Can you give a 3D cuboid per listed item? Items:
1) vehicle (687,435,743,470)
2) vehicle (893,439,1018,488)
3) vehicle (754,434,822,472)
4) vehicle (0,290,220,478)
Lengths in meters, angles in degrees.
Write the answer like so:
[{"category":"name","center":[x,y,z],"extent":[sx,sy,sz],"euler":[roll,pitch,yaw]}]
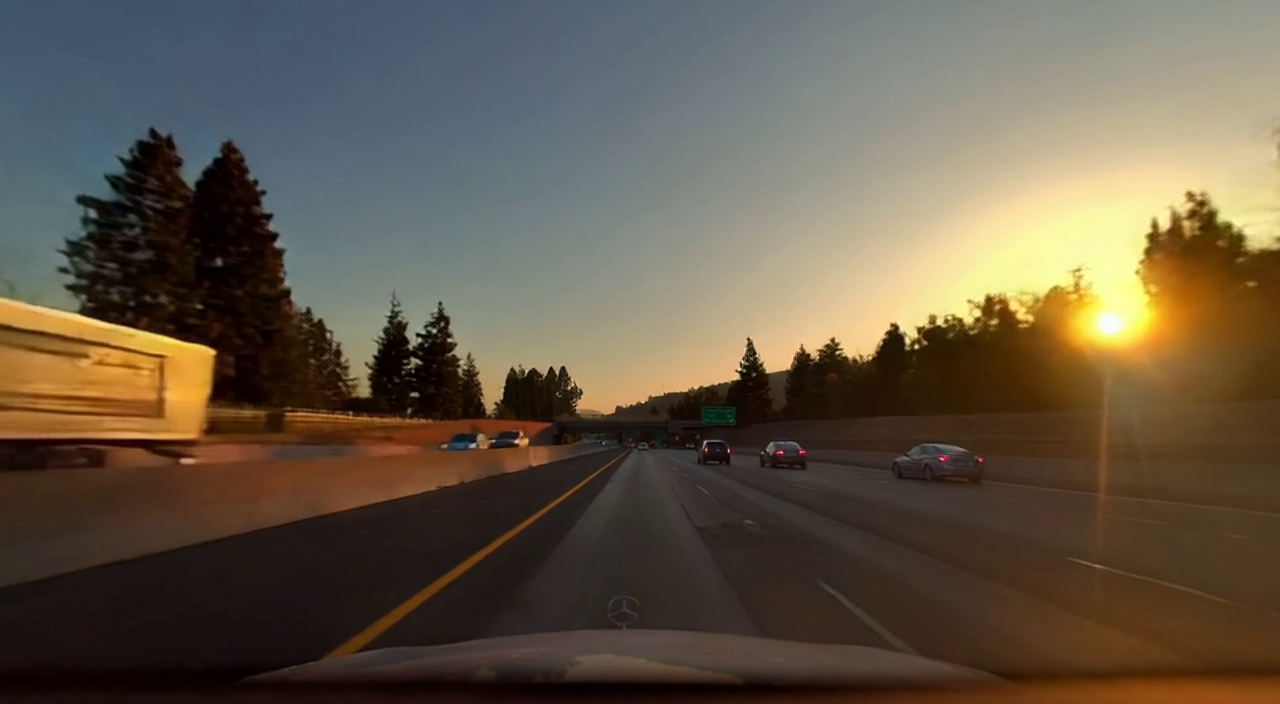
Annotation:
[{"category":"vehicle","center":[3.800,5.188,32.667],"extent":[2.326,1.644,4.206],"euler":[0,-8,-1]},{"category":"vehicle","center":[10.684,3.785,21.810],"extent":[1.970,1.479,4.480],"euler":[0,-8,0]},{"category":"vehicle","center":[7.248,5.016,31.422],"extent":[2.178,1.749,4.570],"euler":[0,-8,-1]},{"category":"vehicle","center":[-14.011,0.762,13.195],"extent":[3.009,3.639,10.635],"euler":[0,-8,0]}]
